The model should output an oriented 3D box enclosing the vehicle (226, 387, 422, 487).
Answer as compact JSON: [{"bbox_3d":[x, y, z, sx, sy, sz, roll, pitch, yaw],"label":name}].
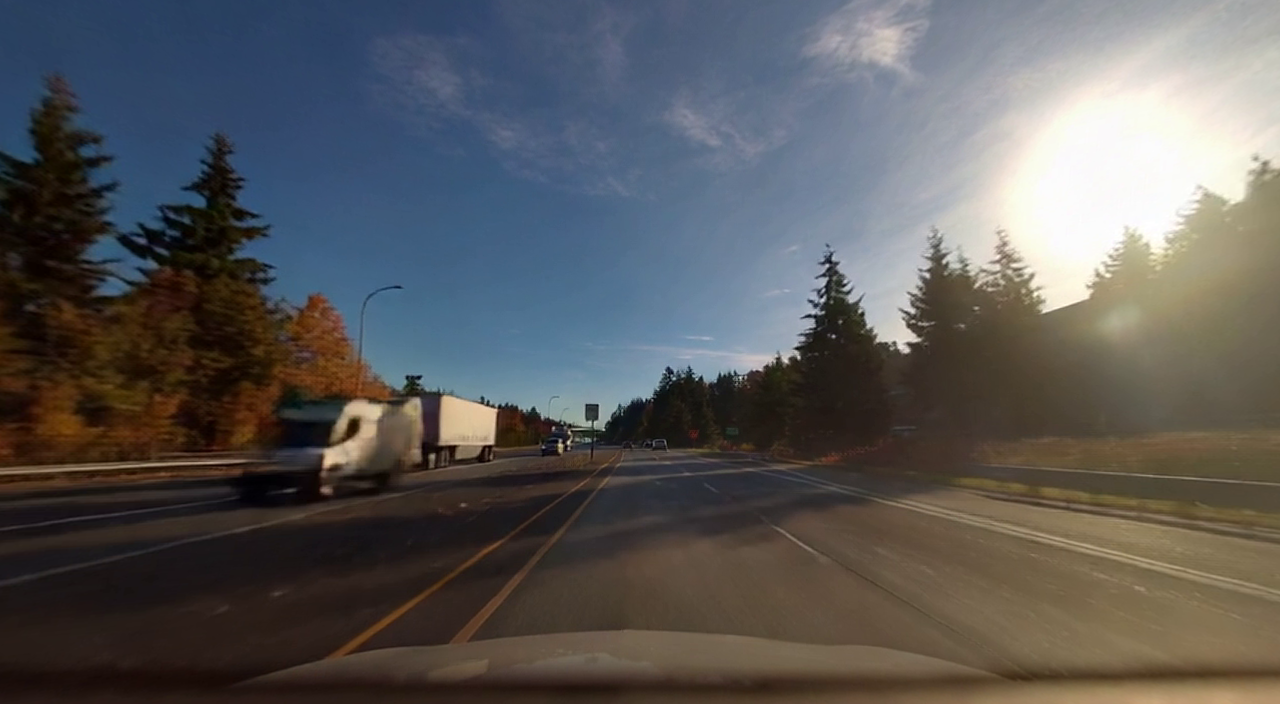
[{"bbox_3d":[-8.362,2.391,17.573,2.314,2.316,5.813,0,-8,1],"label":"vehicle"}]

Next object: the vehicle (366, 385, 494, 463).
[{"bbox_3d":[-11.726,4.437,37.237,3.077,3.738,13.263,0,-8,0],"label":"vehicle"}]
